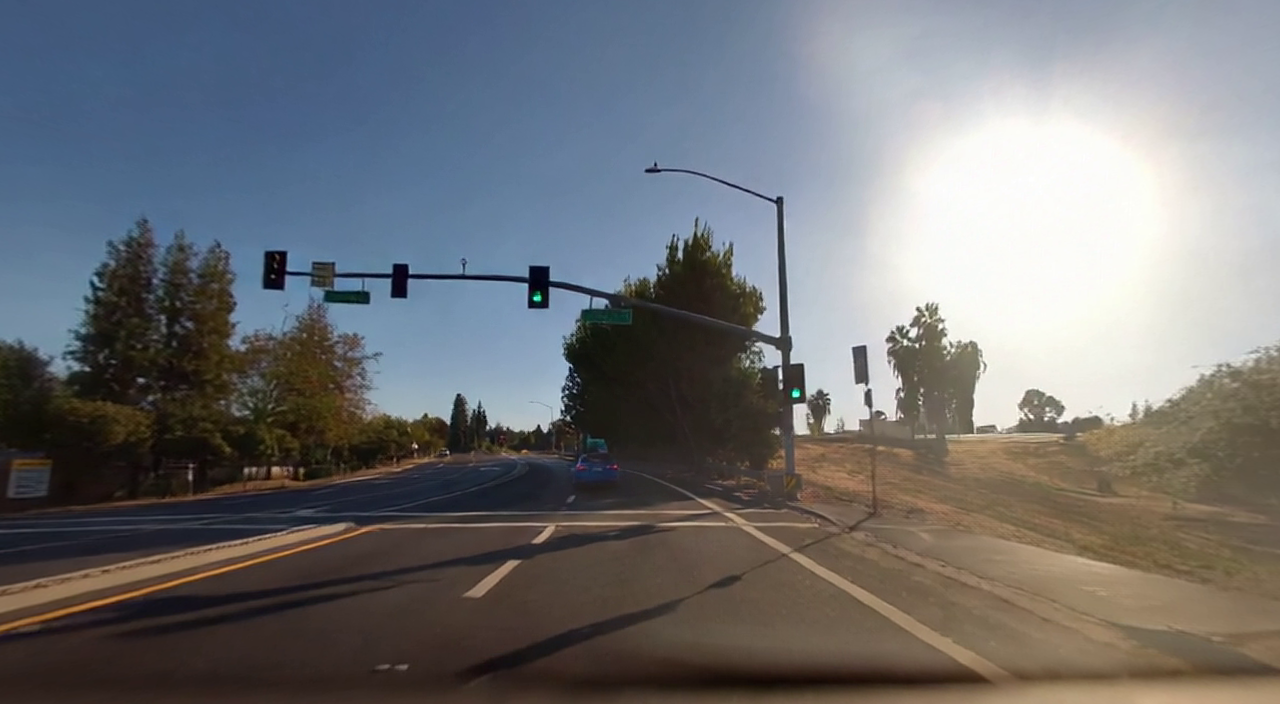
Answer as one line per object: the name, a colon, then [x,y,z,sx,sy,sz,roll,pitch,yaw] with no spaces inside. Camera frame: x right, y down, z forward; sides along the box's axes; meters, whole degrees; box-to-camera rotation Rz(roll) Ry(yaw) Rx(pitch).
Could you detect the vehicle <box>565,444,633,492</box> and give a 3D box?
vehicle: [-1.568,4.070,22.549,2.148,1.521,4.089,1,-9,-8]
